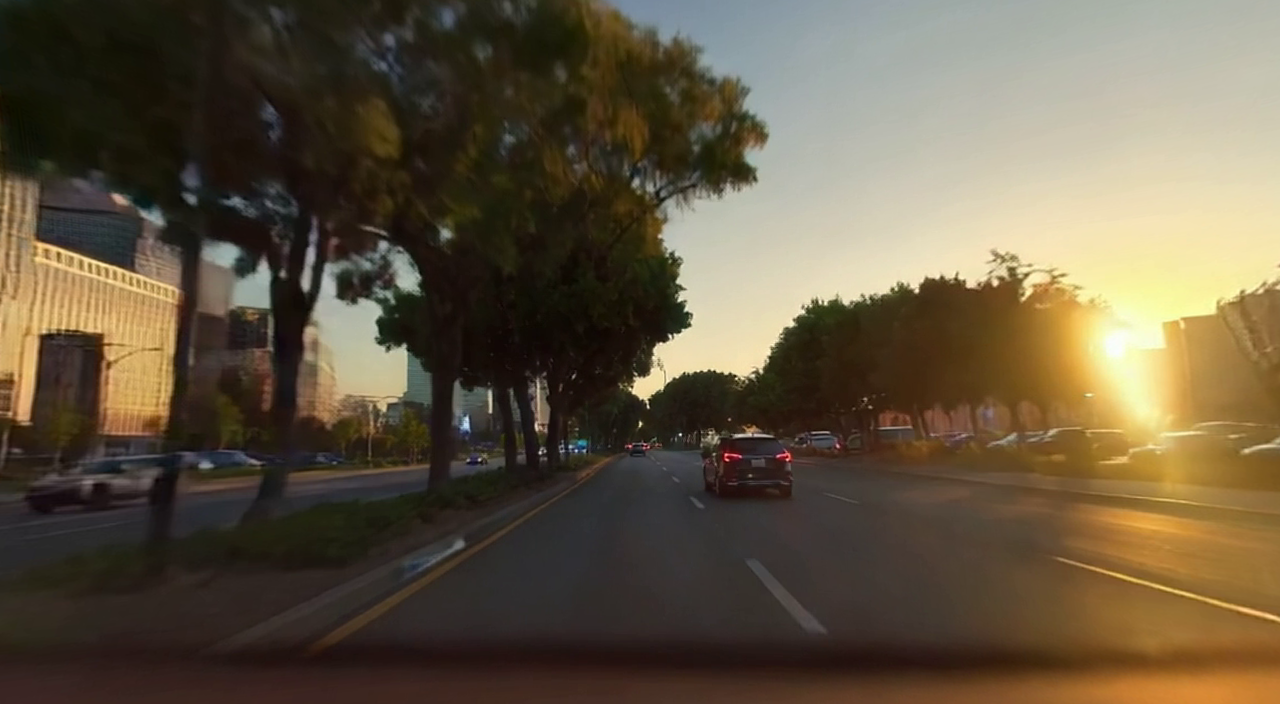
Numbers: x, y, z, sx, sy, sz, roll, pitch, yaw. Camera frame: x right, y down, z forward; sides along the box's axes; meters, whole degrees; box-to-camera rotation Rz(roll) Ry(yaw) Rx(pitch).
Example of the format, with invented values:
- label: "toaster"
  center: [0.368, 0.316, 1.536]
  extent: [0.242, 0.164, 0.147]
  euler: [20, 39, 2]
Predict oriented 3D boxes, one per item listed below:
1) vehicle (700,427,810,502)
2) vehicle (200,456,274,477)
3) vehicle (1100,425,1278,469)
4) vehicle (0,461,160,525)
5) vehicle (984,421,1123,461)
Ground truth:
- label: "vehicle"
  center: [2.793, 2.852, 16.407]
  extent: [1.963, 1.677, 4.229]
  euler: [0, -9, -1]
- label: "vehicle"
  center: [-29.620, 8.423, 46.514]
  extent: [4.173, 1.482, 1.818]
  euler: [0, -9, 1]
- label: "vehicle"
  center: [19.203, 3.341, 22.246]
  extent: [4.418, 1.461, 2.002]
  euler: [0, -9, -2]
- label: "vehicle"
  center: [-16.316, 3.862, 17.789]
  extent: [1.955, 1.428, 4.606]
  euler: [0, -9, 0]
- label: "vehicle"
  center: [19.679, 4.286, 30.284]
  extent: [4.975, 1.786, 2.223]
  euler: [-1, -9, 3]
